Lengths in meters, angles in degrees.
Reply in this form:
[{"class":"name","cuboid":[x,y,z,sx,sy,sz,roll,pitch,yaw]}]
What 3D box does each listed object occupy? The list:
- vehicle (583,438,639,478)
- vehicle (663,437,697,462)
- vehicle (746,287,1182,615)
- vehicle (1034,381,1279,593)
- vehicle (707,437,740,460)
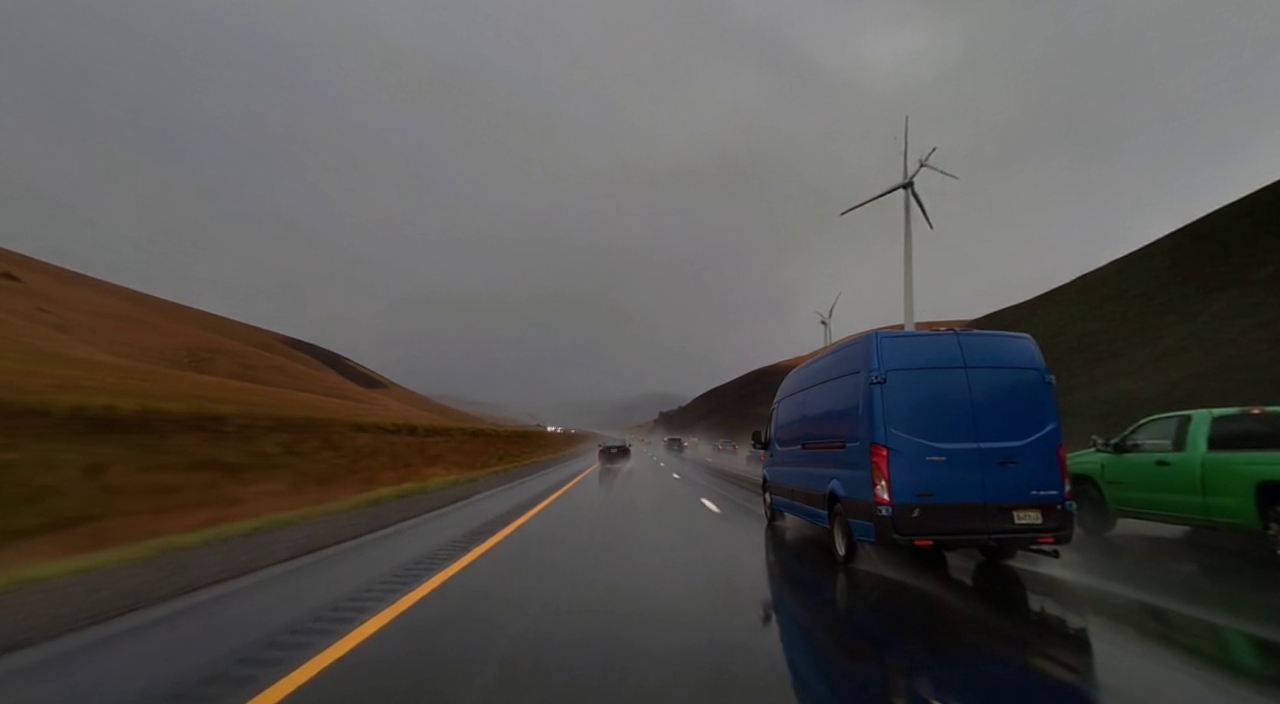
[{"class":"vehicle","cuboid":[-1.106,4.241,25.561,2.082,1.445,3.826,0,-8,0]},{"class":"vehicle","cuboid":[2.825,6.988,45.500,2.108,1.717,3.996,0,-8,-2]},{"class":"vehicle","cuboid":[3.045,1.172,7.977,2.365,2.630,5.754,0,-8,0]},{"class":"vehicle","cuboid":[6.623,1.238,5.890,2.070,1.833,5.811,0,-8,-1]},{"class":"vehicle","cuboid":[6.349,7.379,48.294,1.864,1.689,4.206,0,-8,-1]}]
